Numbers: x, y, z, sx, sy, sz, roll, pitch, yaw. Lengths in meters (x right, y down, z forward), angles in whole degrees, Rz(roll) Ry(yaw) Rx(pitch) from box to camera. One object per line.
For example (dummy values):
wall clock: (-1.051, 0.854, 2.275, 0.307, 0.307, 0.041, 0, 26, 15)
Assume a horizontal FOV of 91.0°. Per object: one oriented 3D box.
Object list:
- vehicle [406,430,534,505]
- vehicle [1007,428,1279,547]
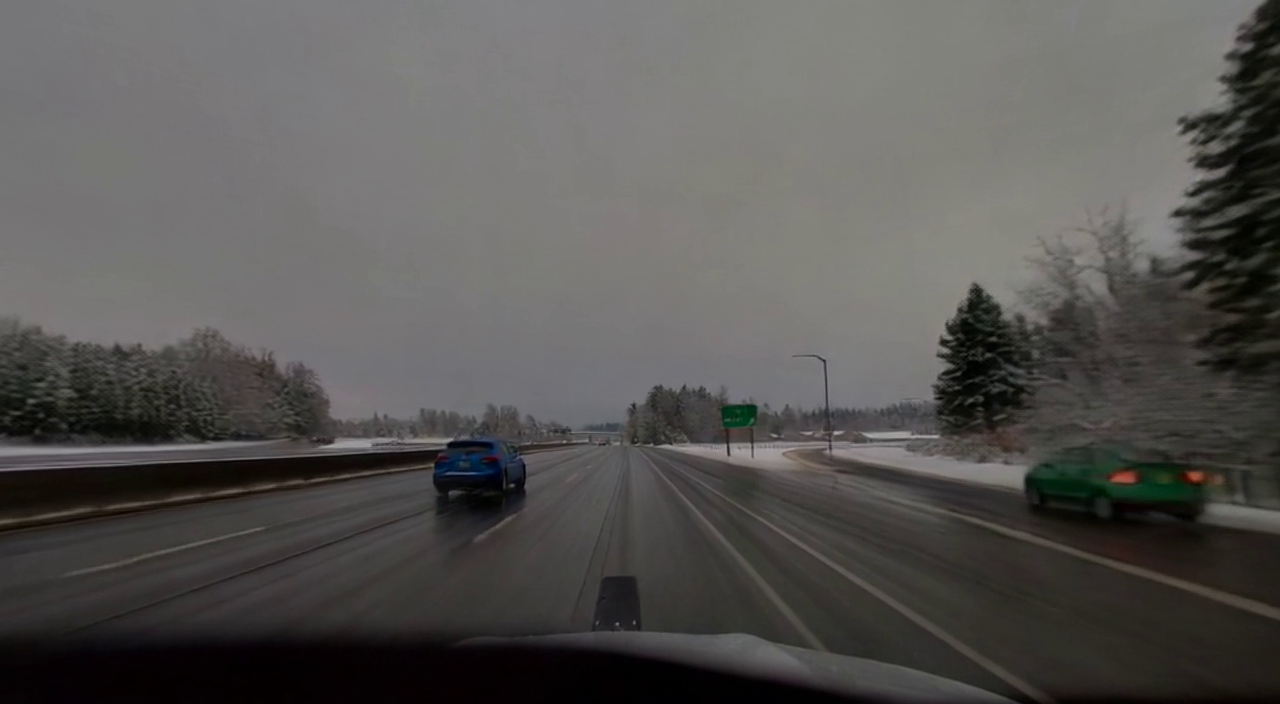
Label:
vehicle: (-3.932, 2.724, 15.350, 2.008, 1.567, 3.959, 0, -8, 0)
vehicle: (8.722, 2.182, 11.018, 2.084, 1.614, 4.762, -1, -8, 5)
